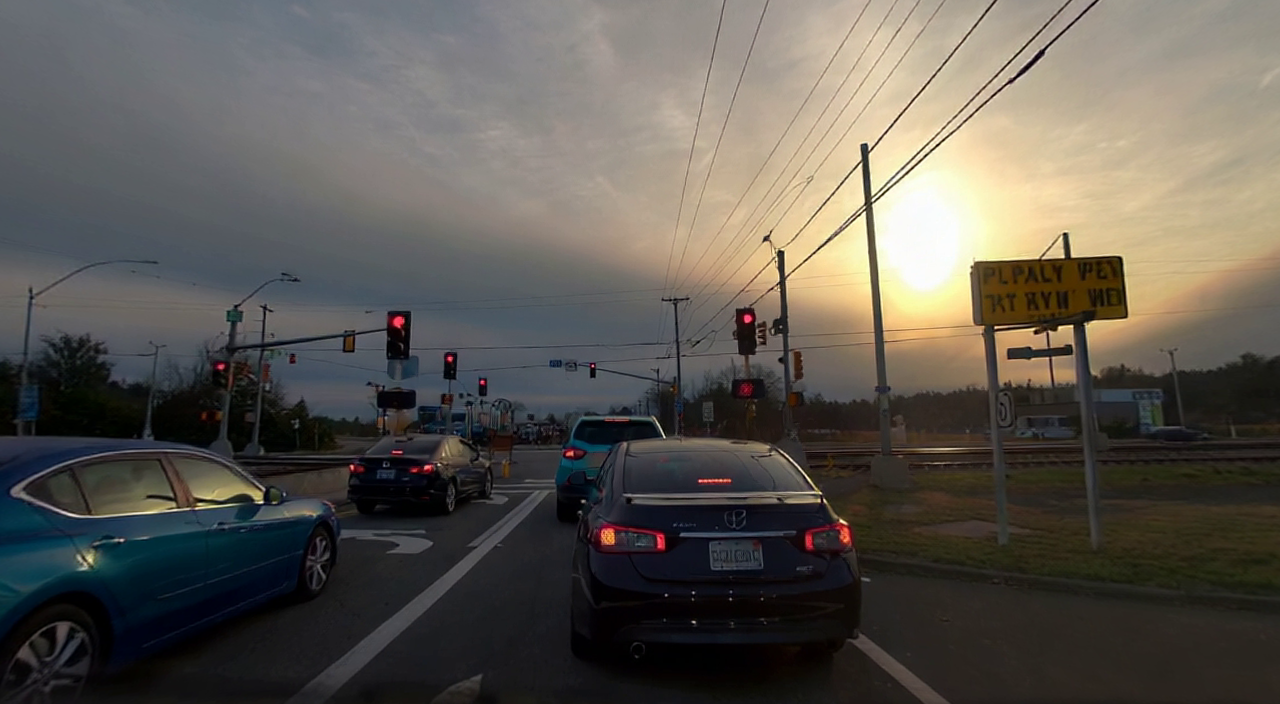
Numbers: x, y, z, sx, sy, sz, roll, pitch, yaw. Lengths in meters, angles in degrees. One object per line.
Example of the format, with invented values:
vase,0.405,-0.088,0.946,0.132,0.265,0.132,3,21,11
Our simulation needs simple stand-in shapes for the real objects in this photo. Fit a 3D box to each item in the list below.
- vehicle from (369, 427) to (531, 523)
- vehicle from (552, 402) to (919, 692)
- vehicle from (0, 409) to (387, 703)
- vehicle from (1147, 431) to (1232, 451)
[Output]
vehicle,-3.365,2.259,12.083,1.984,1.505,3.982,0,-9,-2
vehicle,0.406,1.339,5.460,1.998,1.529,3.960,1,-9,-4
vehicle,-3.710,1.250,4.462,1.956,1.468,4.585,0,-9,0
vehicle,40.776,6.638,46.938,4.453,1.476,1.887,0,-9,0
